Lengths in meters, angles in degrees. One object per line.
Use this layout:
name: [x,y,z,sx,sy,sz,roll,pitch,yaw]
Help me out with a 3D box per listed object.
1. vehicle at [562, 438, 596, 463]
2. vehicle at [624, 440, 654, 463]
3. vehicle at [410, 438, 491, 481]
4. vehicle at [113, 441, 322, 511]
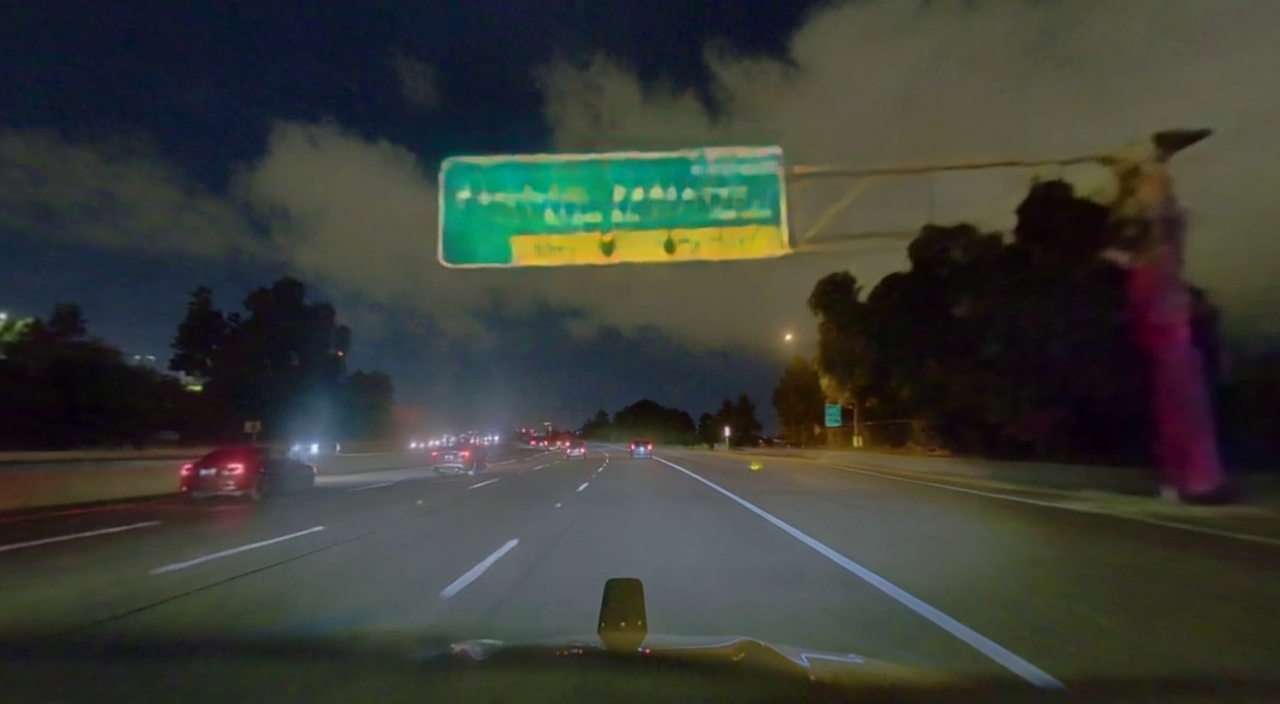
vehicle: [-4.150,6.779,43.585,1.991,1.610,4.606,0,-8,-1]
vehicle: [-0.093,6.548,41.623,1.881,1.460,3.694,0,-8,-2]
vehicle: [-7.642,4.365,25.895,2.086,1.628,4.039,0,-8,0]
vehicle: [-10.286,3.015,16.001,1.935,1.474,5.033,0,-8,-2]
